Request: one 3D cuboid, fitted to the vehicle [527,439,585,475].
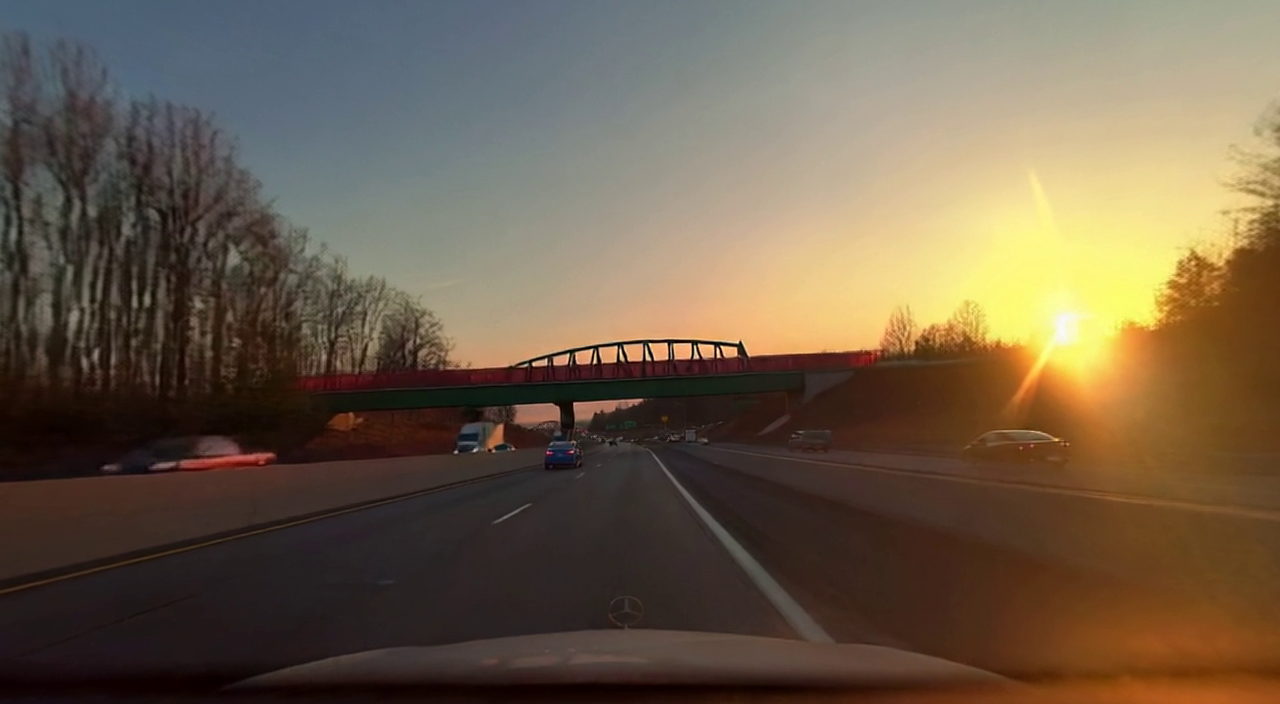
[{"bbox_3d":[-3.869,4.913,29.633,2.052,1.556,4.405,0,-8,1],"label":"vehicle"}]
